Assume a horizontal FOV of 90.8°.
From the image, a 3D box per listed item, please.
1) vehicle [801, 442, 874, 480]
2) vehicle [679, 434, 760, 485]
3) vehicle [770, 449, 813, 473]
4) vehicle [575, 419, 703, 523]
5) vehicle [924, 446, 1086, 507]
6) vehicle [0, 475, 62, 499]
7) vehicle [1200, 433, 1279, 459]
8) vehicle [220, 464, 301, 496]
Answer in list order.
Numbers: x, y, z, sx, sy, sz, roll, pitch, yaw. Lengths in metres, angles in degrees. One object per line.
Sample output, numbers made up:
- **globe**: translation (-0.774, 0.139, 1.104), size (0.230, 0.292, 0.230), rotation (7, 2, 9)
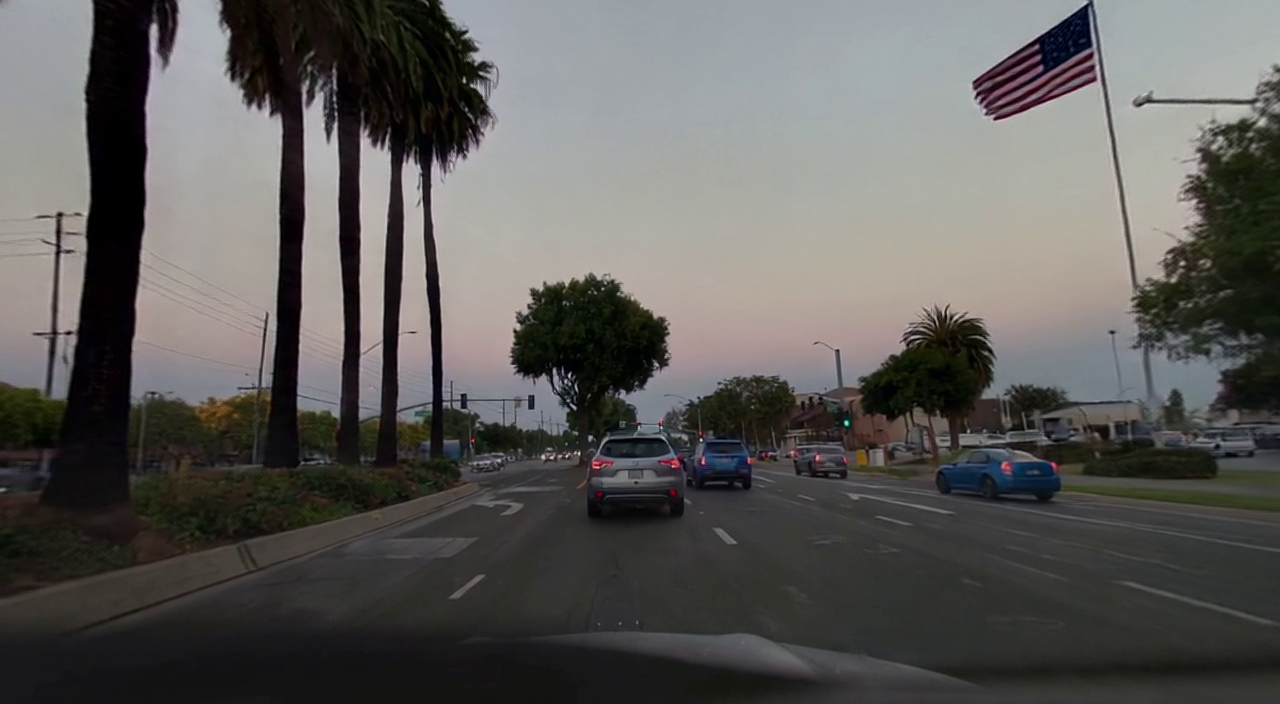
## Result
- **vehicle**: translation (10.012, 5.532, 32.423), size (2.155, 1.779, 4.582), rotation (0, -9, -2)
- **vehicle**: translation (3.330, 4.725, 28.178), size (2.773, 2.021, 6.212), rotation (0, -9, 0)
- **vehicle**: translation (10.203, 7.337, 42.800), size (1.855, 1.495, 4.143), rotation (0, -8, 0)
- **vehicle**: translation (-0.060, 2.580, 14.231), size (2.402, 1.938, 4.535), rotation (0, -9, -1)
- **vehicle**: translation (9.973, 3.387, 17.744), size (1.967, 1.485, 4.267), rotation (0, -9, 0)
- **vehicle**: translation (-44.657, 9.690, 45.462), size (4.226, 1.568, 1.962), rotation (-1, -9, 2)
- **vehicle**: translation (36.381, 5.625, 37.785), size (1.839, 1.455, 4.395), rotation (0, -9, 2)
- **vehicle**: translation (-21.743, 7.334, 36.392), size (1.873, 1.484, 4.571), rotation (-3, -9, 0)
